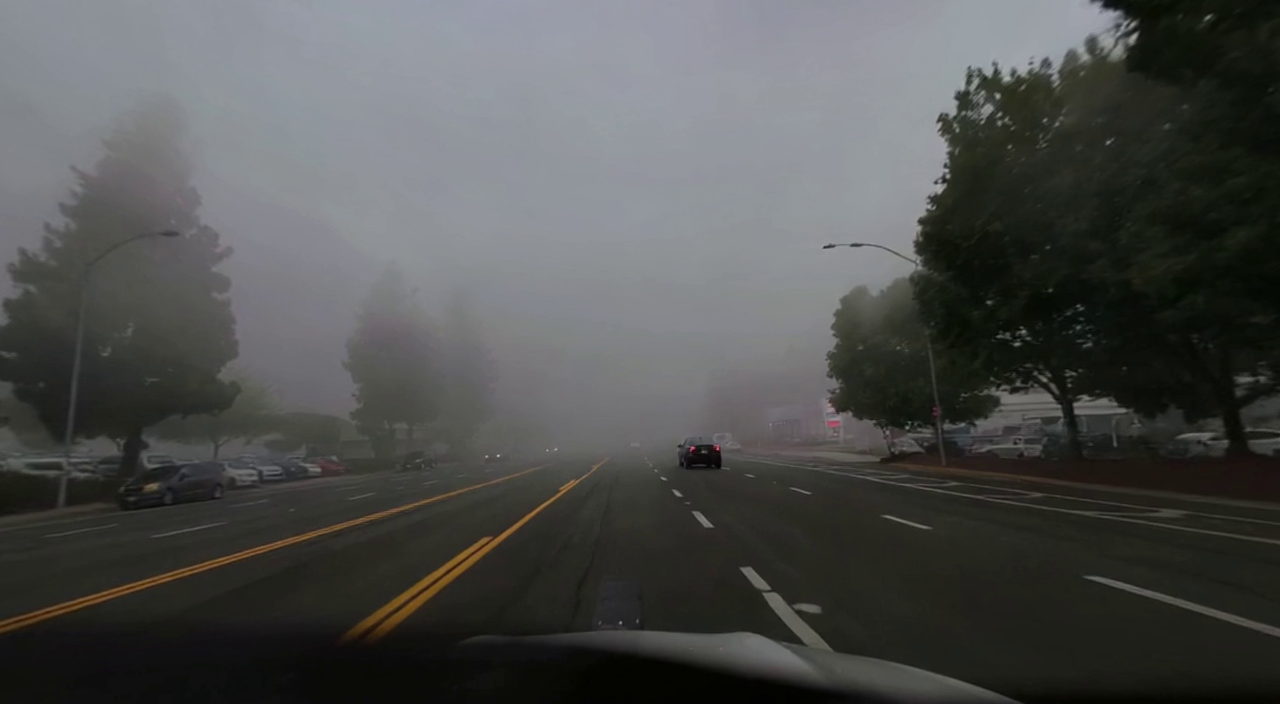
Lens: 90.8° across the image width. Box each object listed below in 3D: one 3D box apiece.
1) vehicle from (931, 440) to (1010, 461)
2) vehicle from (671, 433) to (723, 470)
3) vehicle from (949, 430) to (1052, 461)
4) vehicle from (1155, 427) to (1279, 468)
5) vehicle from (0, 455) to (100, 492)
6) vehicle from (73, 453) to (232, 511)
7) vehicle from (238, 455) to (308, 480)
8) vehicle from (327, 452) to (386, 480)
[{"bbox_3d":[23.180,6.921,44.394,1.777,1.432,4.487,7,-11,-37],"label":"vehicle"},{"bbox_3d":[2.656,4.768,30.396,1.957,1.643,4.226,0,-9,-2],"label":"vehicle"},{"bbox_3d":[25.884,6.738,45.593,2.185,2.098,5.912,6,-11,-35],"label":"vehicle"},{"bbox_3d":[30.740,4.941,32.651,2.297,1.933,5.803,6,-11,-37],"label":"vehicle"},{"bbox_3d":[-33.191,6.667,34.810,4.705,1.901,2.120,1,-9,-4],"label":"vehicle"},{"bbox_3d":[-18.010,4.774,23.766,1.956,1.854,5.008,0,-9,0],"label":"vehicle"},{"bbox_3d":[-24.073,7.568,41.663,1.831,1.452,4.727,0,-9,-1],"label":"vehicle"},{"bbox_3d":[-17.990,7.217,40.294,1.858,1.600,4.118,0,-9,-1],"label":"vehicle"}]
